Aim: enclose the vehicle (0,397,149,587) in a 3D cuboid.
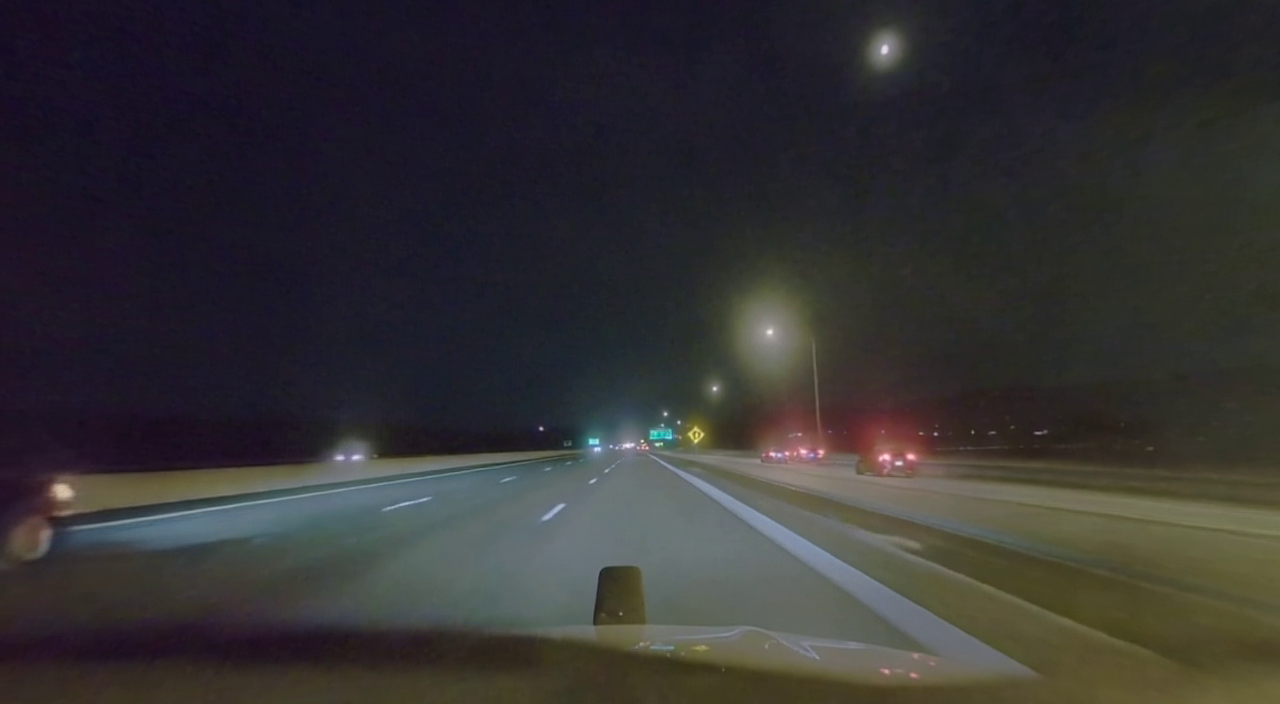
[{"bbox_3d":[-6.831,1.146,4.930,2.109,1.692,4.712,0,-9,0],"label":"vehicle"}]
